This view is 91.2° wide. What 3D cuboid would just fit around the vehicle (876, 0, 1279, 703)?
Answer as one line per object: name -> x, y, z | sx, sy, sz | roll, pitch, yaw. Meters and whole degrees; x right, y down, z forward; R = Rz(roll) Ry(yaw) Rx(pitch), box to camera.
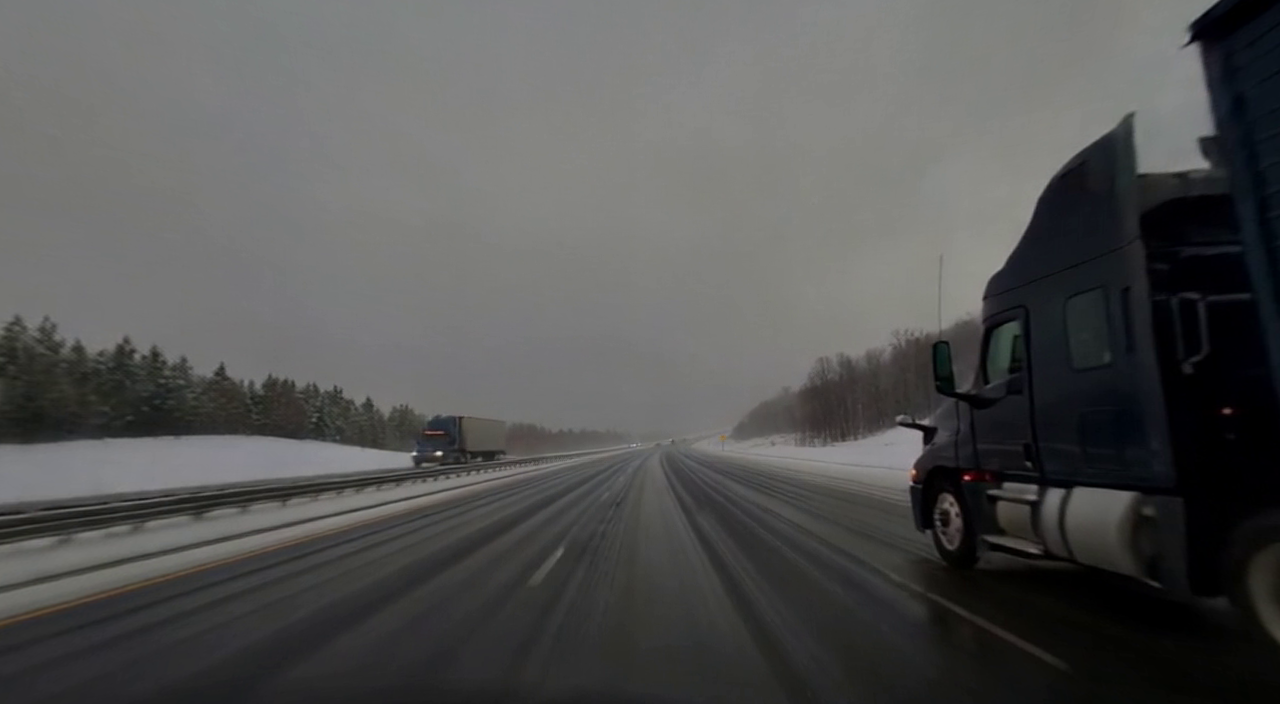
vehicle -> 4.812, 0.140, 4.915 | 3.107, 4.307, 7.088 | 0, -8, 0
